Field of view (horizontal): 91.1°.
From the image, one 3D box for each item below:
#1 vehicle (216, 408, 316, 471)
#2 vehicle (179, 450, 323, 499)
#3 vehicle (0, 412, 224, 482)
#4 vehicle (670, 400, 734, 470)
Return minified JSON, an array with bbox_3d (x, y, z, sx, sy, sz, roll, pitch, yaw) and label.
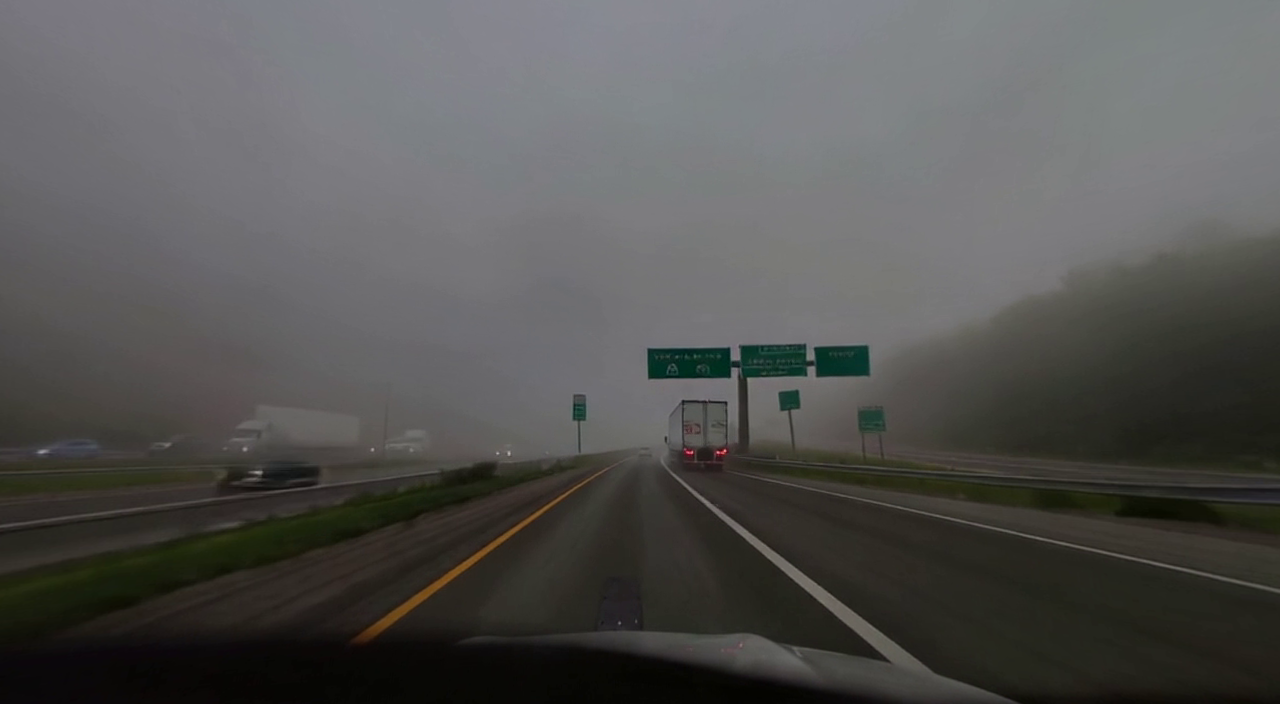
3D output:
[{"bbox_3d":[-26.076,6.196,44.236,3.038,4.079,6.098,0,-9,1],"label":"vehicle"},{"bbox_3d":[-13.196,4.148,21.738,1.933,1.482,4.661,0,-9,1],"label":"vehicle"},{"bbox_3d":[-26.515,4.631,30.487,2.964,2.690,14.306,0,-9,0],"label":"vehicle"},{"bbox_3d":[3.994,5.913,43.815,3.185,4.154,12.638,0,-9,0],"label":"vehicle"}]
